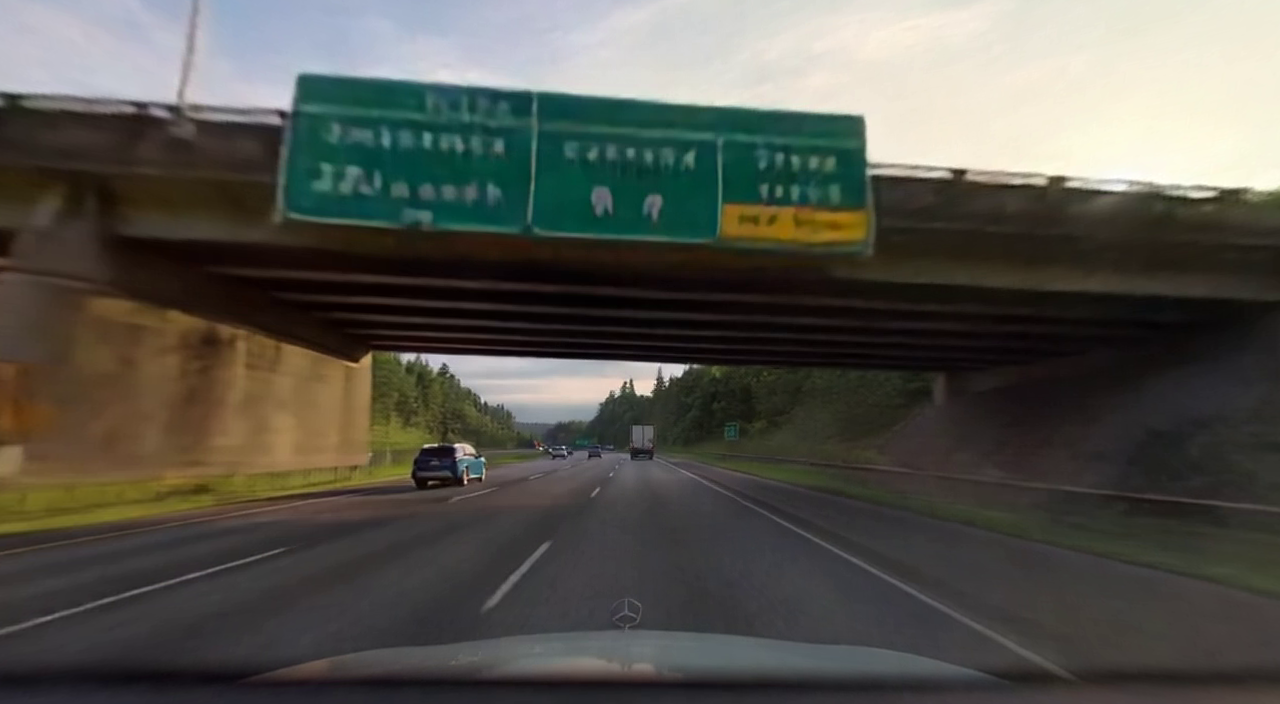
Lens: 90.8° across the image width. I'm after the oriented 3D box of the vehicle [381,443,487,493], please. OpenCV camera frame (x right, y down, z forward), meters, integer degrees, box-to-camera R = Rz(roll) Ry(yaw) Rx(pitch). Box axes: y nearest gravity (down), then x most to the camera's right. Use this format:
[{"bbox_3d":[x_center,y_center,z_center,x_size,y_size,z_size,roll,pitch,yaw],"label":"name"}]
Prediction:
[{"bbox_3d":[-6.791,3.860,21.435,2.038,1.489,4.603,0,-9,0],"label":"vehicle"}]
